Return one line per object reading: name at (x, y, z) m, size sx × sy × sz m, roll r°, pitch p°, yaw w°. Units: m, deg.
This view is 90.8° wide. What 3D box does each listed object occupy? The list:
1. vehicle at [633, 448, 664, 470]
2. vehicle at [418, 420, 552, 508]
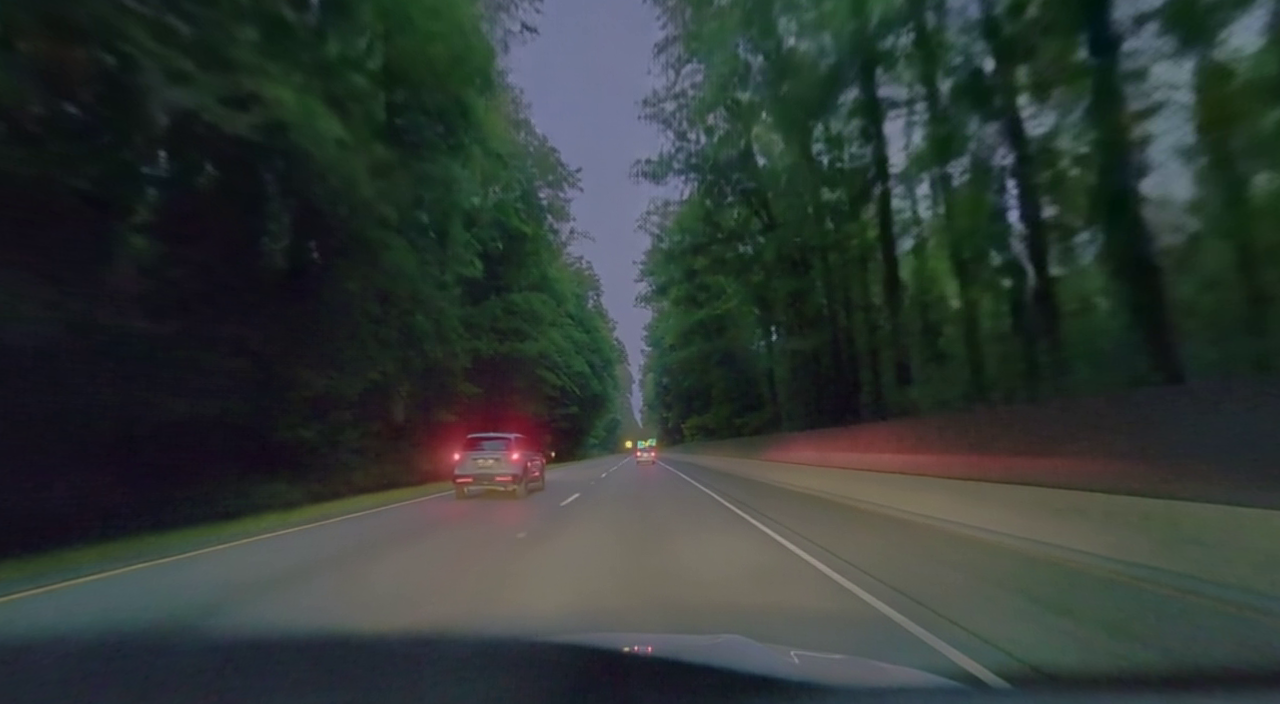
vehicle at (0.533, 7.344, 43.558) m, size 2.046 × 1.452 × 4.407 m, roll 0°, pitch -9°, yaw 0°
vehicle at (-3.998, 3.007, 17.382) m, size 2.418 × 2.049 × 4.930 m, roll 0°, pitch -9°, yaw 0°
